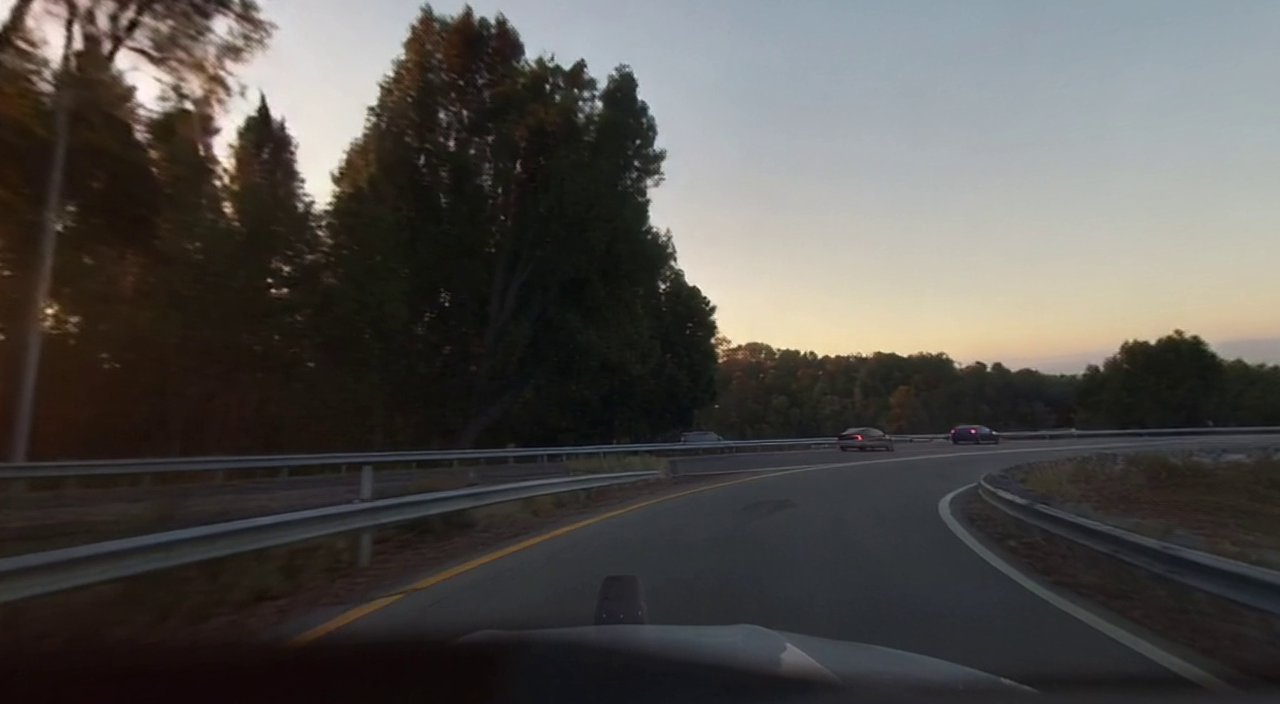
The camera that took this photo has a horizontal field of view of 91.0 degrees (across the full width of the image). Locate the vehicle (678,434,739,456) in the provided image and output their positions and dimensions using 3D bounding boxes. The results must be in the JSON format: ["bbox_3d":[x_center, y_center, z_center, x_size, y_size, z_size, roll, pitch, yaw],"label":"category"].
[{"bbox_3d":[5.419,7.316,49.290,4.957,1.593,1.871,8,-12,-41],"label":"vehicle"}]

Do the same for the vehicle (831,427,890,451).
[{"bbox_3d":[15.038,5.964,42.839,3.990,1.549,1.971,8,-11,-40],"label":"vehicle"}]
